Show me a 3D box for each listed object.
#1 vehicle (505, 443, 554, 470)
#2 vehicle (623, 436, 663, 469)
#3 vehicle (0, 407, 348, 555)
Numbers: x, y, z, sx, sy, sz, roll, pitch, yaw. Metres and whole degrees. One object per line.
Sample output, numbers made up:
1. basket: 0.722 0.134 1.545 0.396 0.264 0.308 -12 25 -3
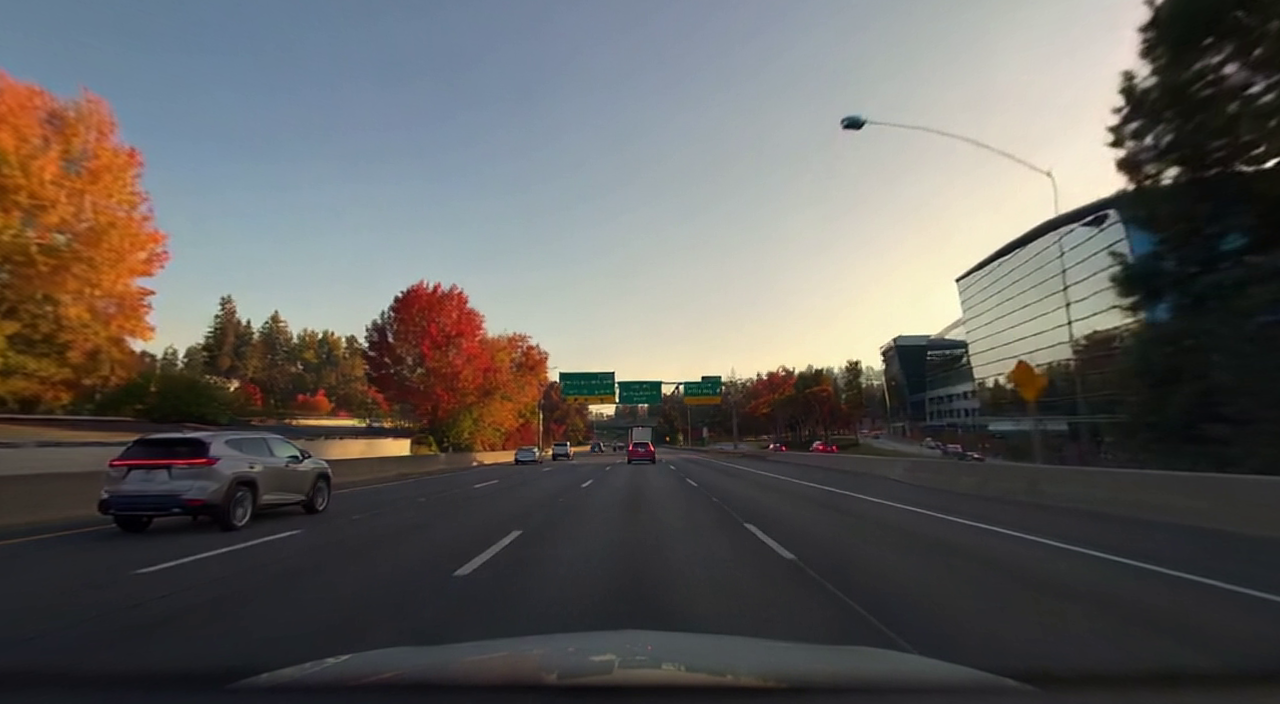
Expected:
1. vehicle: -6.556 6.257 37.851 2.074 1.495 4.643 0 -9 0
2. vehicle: 0.166 5.968 37.502 2.245 1.863 4.801 0 -9 0
3. vehicle: -7.124 1.991 10.425 2.146 1.834 4.999 0 -9 0
